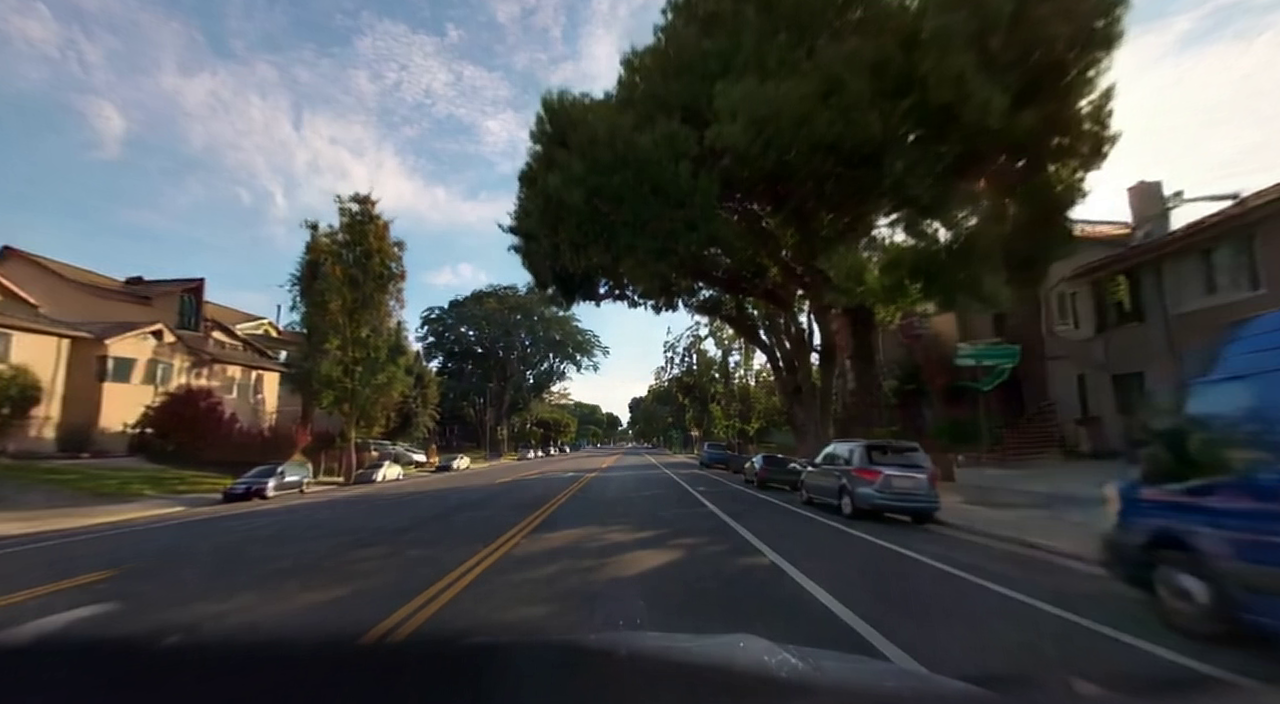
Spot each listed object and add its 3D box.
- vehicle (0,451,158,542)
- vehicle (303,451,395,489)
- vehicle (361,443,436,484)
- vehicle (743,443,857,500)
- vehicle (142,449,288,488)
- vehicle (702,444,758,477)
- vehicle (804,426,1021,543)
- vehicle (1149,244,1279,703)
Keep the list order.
[{"bbox_3d":[-12.726,2.945,13.027,1.880,1.583,4.652,-4,-8,1],"label":"vehicle"},{"bbox_3d":[-12.839,5.218,28.231,1.954,1.491,4.633,0,-8,-1],"label":"vehicle"},{"bbox_3d":[-12.834,5.915,33.960,2.149,1.865,5.247,-3,-8,-2],"label":"vehicle"},{"bbox_3d":[4.606,3.496,18.984,2.024,1.491,4.647,0,-8,-3],"label":"vehicle"},{"bbox_3d":[-17.464,4.773,26.099,4.661,1.523,1.841,0,-9,0],"label":"vehicle"},{"bbox_3d":[4.385,5.355,31.480,1.923,1.493,4.628,0,-8,-2],"label":"vehicle"},{"bbox_3d":[4.664,2.320,11.765,1.927,1.718,4.679,0,-8,0],"label":"vehicle"},{"bbox_3d":[4.939,0.414,1.442,2.414,2.670,5.833,0,-8,-3],"label":"vehicle"}]
